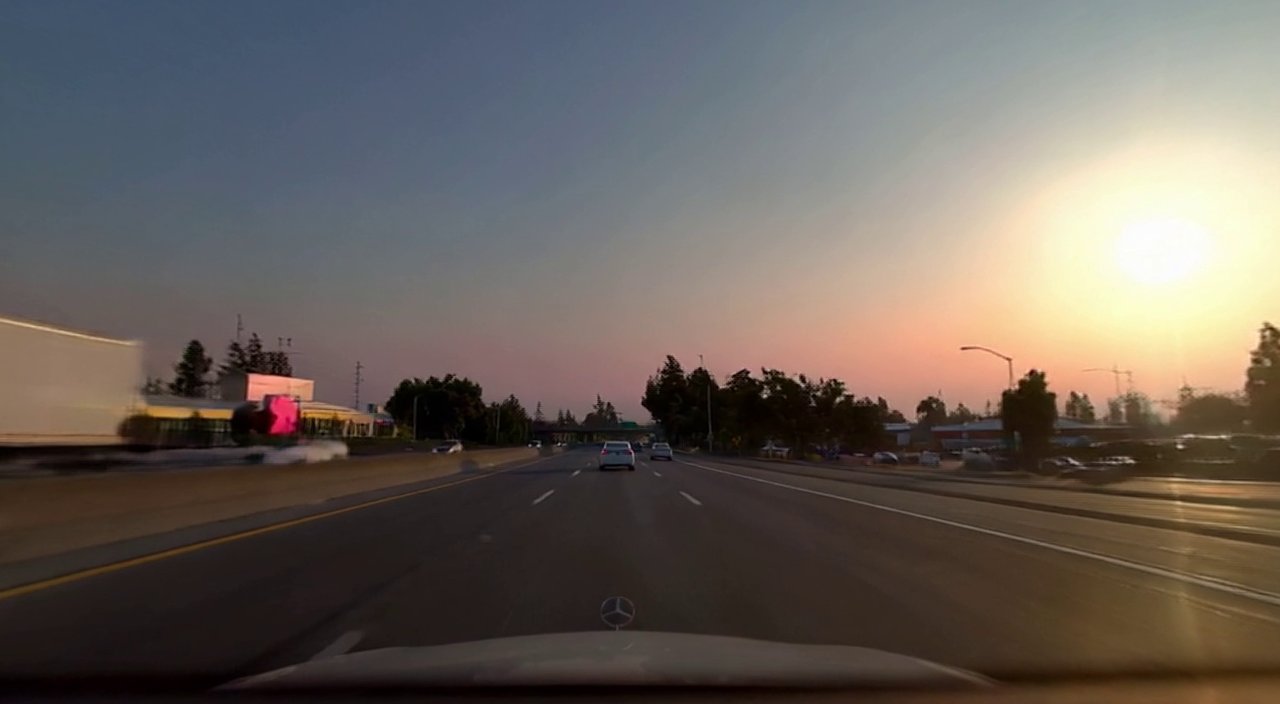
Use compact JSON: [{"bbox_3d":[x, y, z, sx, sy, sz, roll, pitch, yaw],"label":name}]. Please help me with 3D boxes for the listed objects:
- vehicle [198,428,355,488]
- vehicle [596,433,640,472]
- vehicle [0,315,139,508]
[{"bbox_3d":[-11.390,3.368,20.352,2.084,1.683,5.021,0,-8,0],"label":"vehicle"},{"bbox_3d":[-1.138,5.281,33.306,2.155,1.856,4.796,0,-8,-1],"label":"vehicle"},{"bbox_3d":[-15.309,0.629,9.256,2.879,4.182,16.554,0,-8,-2],"label":"vehicle"}]
